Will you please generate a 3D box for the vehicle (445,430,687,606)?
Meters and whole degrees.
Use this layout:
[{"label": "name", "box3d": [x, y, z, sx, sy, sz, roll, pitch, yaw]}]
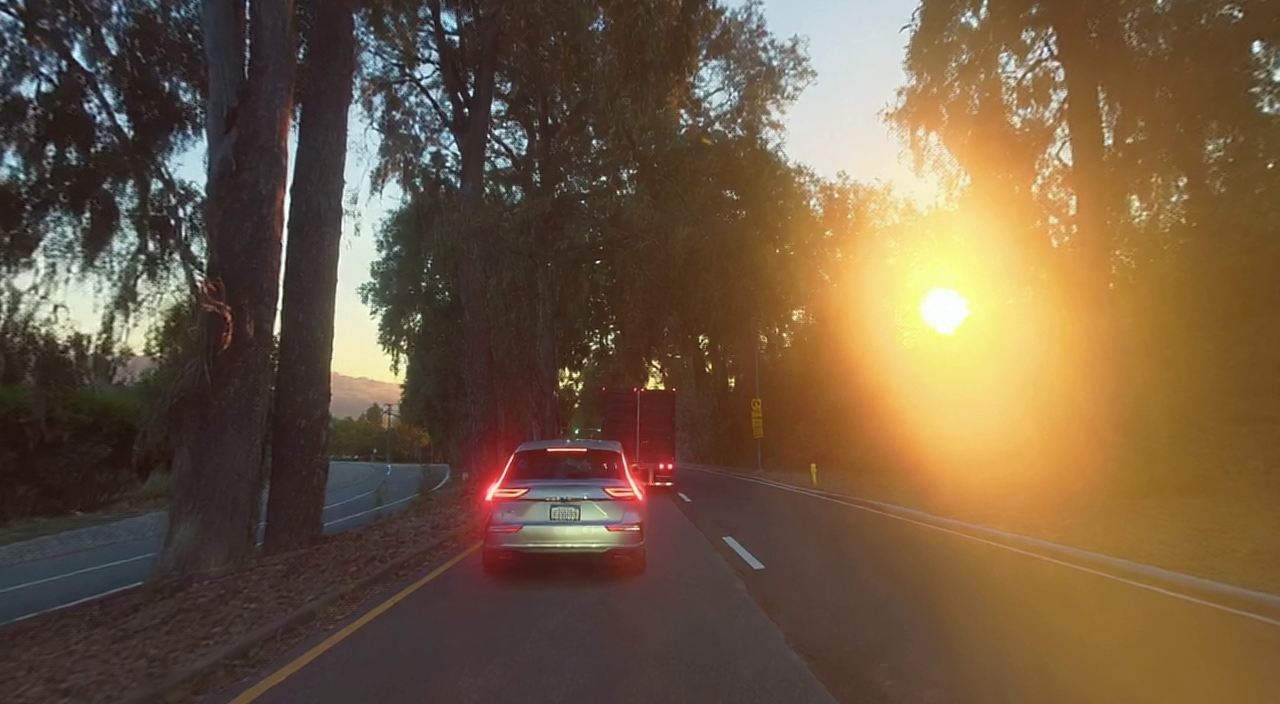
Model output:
[{"label": "vehicle", "box3d": [-0.626, 1.739, 7.506, 2.076, 1.490, 4.078, 0, -9, 0]}]
